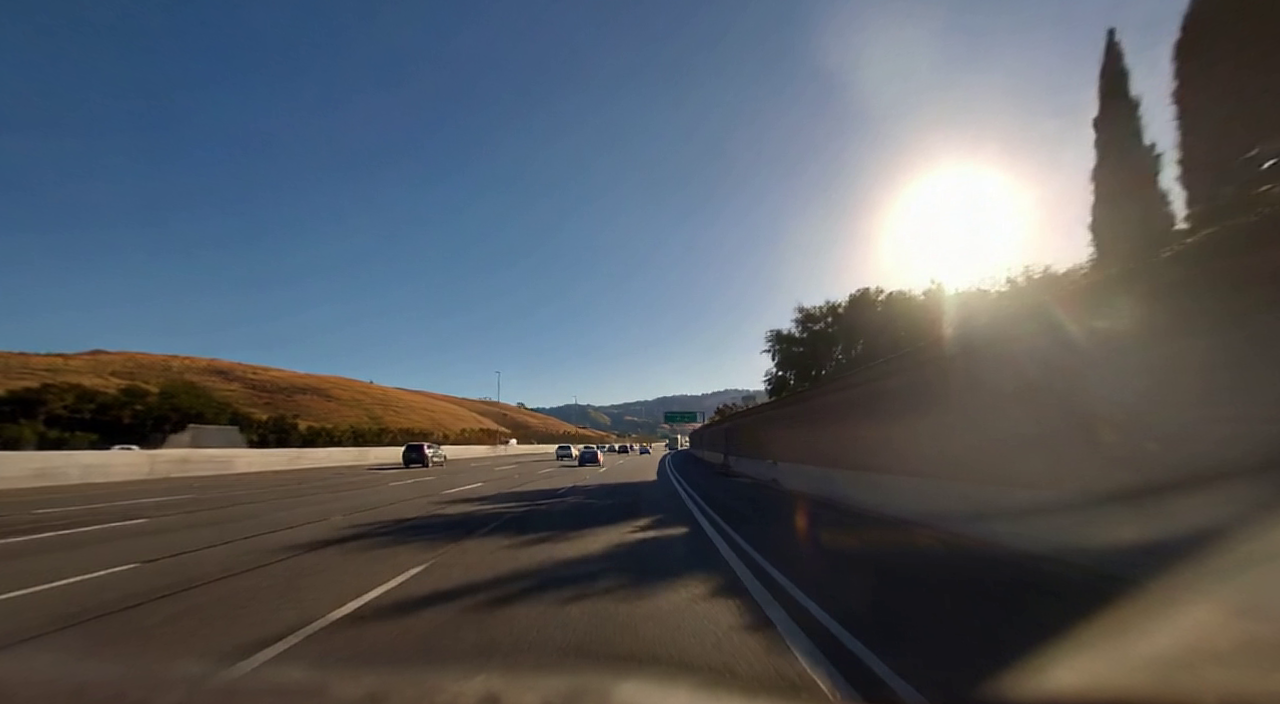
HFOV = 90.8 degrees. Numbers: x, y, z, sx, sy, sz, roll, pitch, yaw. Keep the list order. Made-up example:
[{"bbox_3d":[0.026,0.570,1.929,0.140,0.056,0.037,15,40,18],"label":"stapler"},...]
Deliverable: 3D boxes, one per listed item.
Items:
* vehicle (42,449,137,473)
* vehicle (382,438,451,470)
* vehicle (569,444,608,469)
[{"bbox_3d":[-36.532,7.218,42.117,1.843,1.514,4.935,0,-9,1],"label":"vehicle"},{"bbox_3d":[-12.983,5.974,37.054,2.076,1.766,4.831,0,-9,2],"label":"vehicle"},{"bbox_3d":[-3.174,6.501,39.472,1.931,1.492,4.076,0,-9,2],"label":"vehicle"}]
